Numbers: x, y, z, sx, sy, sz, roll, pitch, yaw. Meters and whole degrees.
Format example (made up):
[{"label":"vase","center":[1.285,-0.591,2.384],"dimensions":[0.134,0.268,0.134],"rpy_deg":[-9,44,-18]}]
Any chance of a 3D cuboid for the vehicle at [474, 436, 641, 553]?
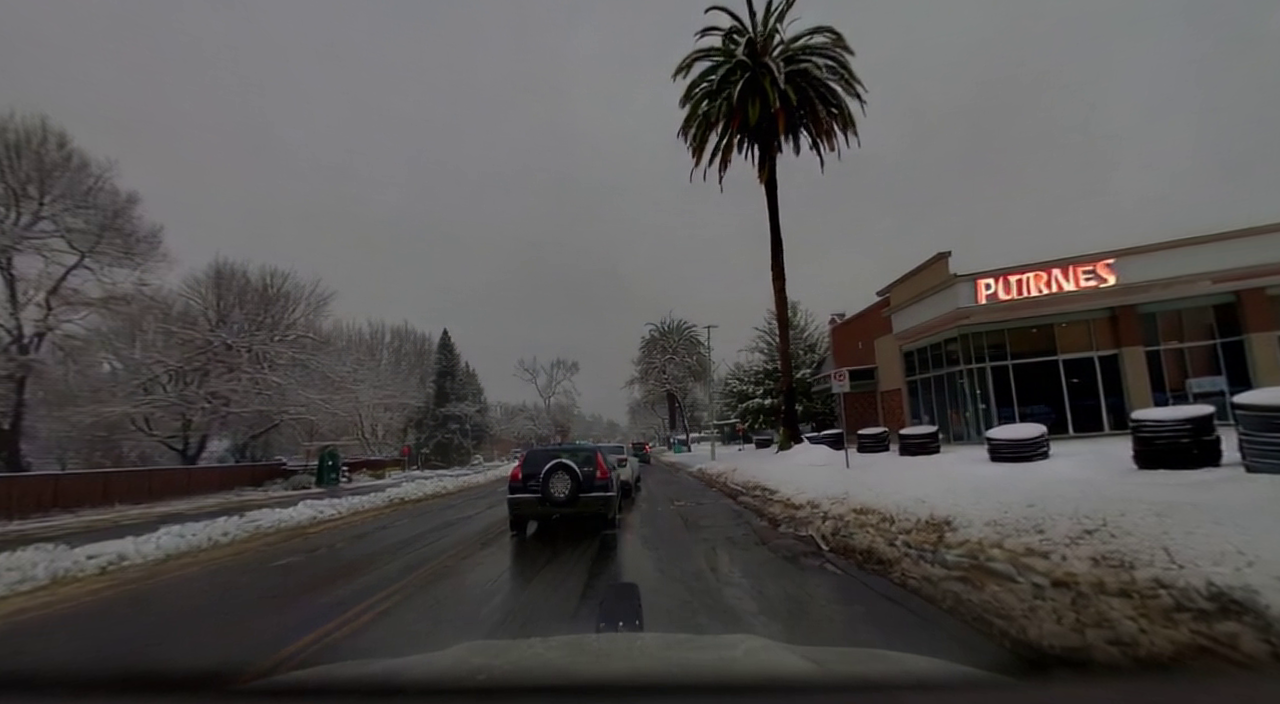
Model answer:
[{"label":"vehicle","center":[-1.079,2.157,10.299],"dimensions":[2.169,1.495,4.048],"rpy_deg":[0,-8,0]}]
